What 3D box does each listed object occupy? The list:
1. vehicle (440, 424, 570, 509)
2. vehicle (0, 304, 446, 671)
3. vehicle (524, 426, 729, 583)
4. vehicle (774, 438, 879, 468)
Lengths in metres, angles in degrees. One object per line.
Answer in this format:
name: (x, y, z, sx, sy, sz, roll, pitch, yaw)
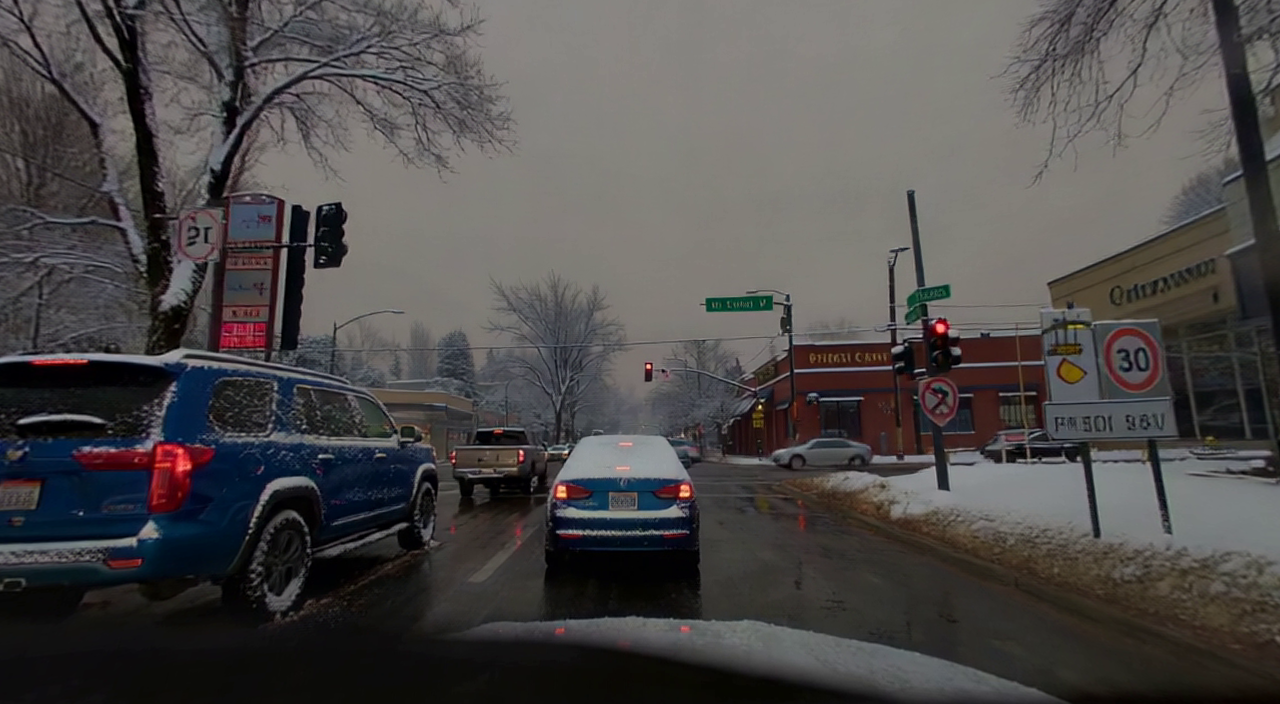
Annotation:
vehicle: (-2.923, 2.595, 14.608, 2.047, 1.664, 4.148, 0, -8, 1)
vehicle: (-3.811, 1.129, 6.213, 2.152, 2.118, 5.066, 0, -8, 0)
vehicle: (-0.160, 1.777, 8.174, 1.966, 1.481, 4.146, 0, -8, -1)
vehicle: (9.574, 5.228, 32.496, 4.809, 1.476, 1.845, 0, -8, -2)
